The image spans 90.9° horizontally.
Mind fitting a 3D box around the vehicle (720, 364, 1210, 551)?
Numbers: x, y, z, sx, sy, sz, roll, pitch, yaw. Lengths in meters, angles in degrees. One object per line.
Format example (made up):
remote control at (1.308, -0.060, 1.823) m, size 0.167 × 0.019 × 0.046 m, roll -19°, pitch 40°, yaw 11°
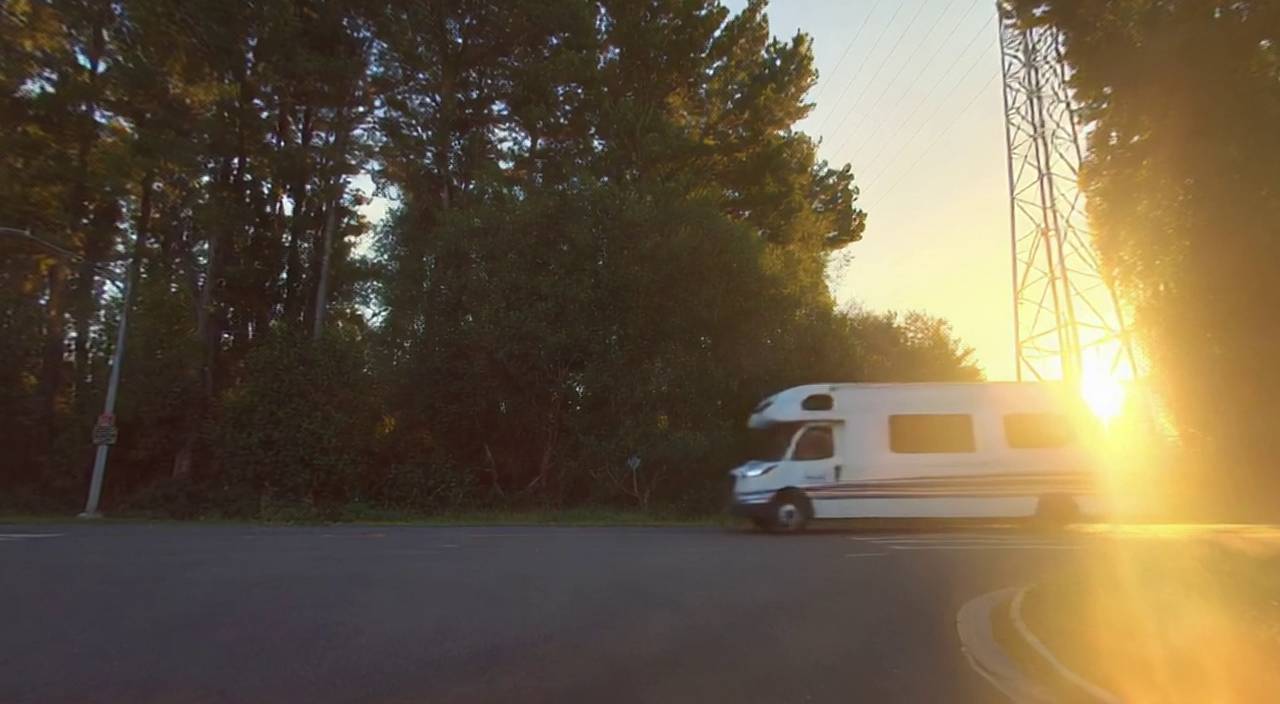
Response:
vehicle at (5.910, 2.037, 12.506) m, size 8.152 × 3.185 × 2.776 m, roll 0°, pitch -9°, yaw -3°
